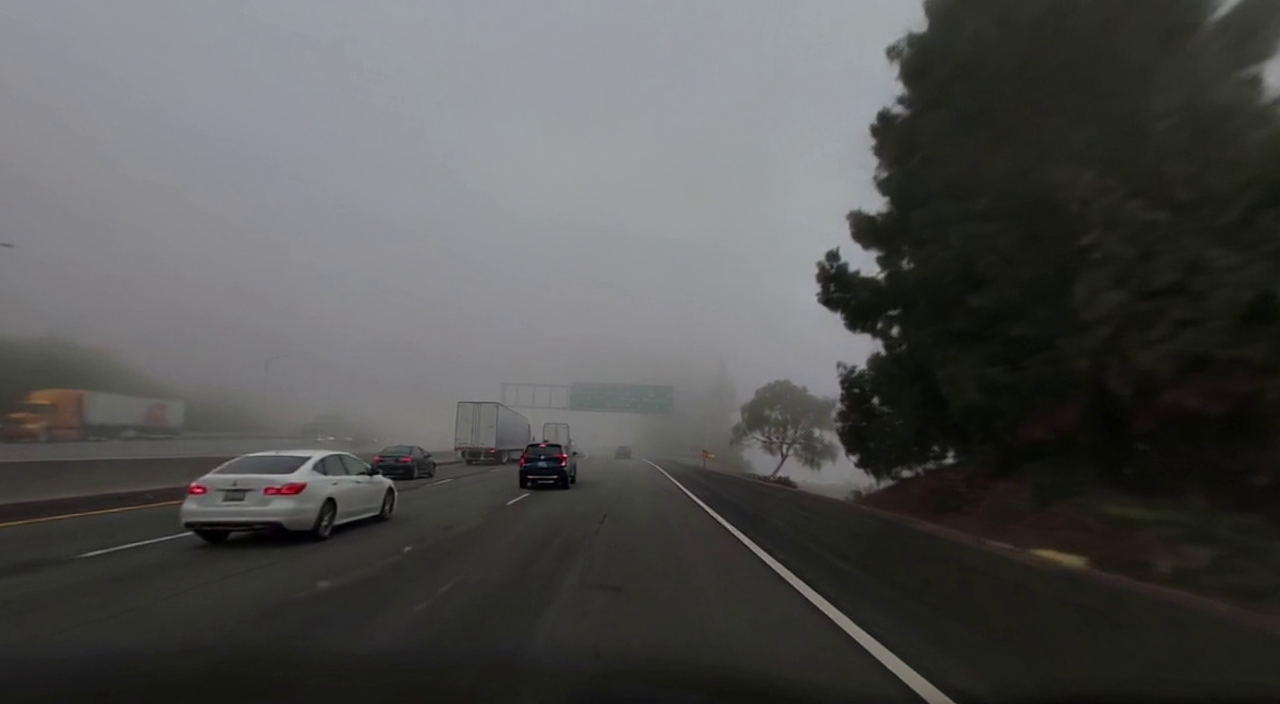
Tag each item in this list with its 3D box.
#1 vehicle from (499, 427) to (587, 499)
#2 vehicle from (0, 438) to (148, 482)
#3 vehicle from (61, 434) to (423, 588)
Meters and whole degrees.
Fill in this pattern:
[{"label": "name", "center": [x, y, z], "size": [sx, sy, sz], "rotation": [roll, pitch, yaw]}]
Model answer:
[{"label": "vehicle", "center": [-2.659, 3.193, 18.642], "size": [2.093, 1.785, 5.303], "rotation": [0, -8, -4]}, {"label": "vehicle", "center": [-21.624, 4.092, 24.277], "size": [1.968, 1.477, 4.594], "rotation": [0, -8, -3]}, {"label": "vehicle", "center": [-4.598, 1.859, 8.404], "size": [1.932, 1.445, 4.625], "rotation": [0, -8, -2]}]
